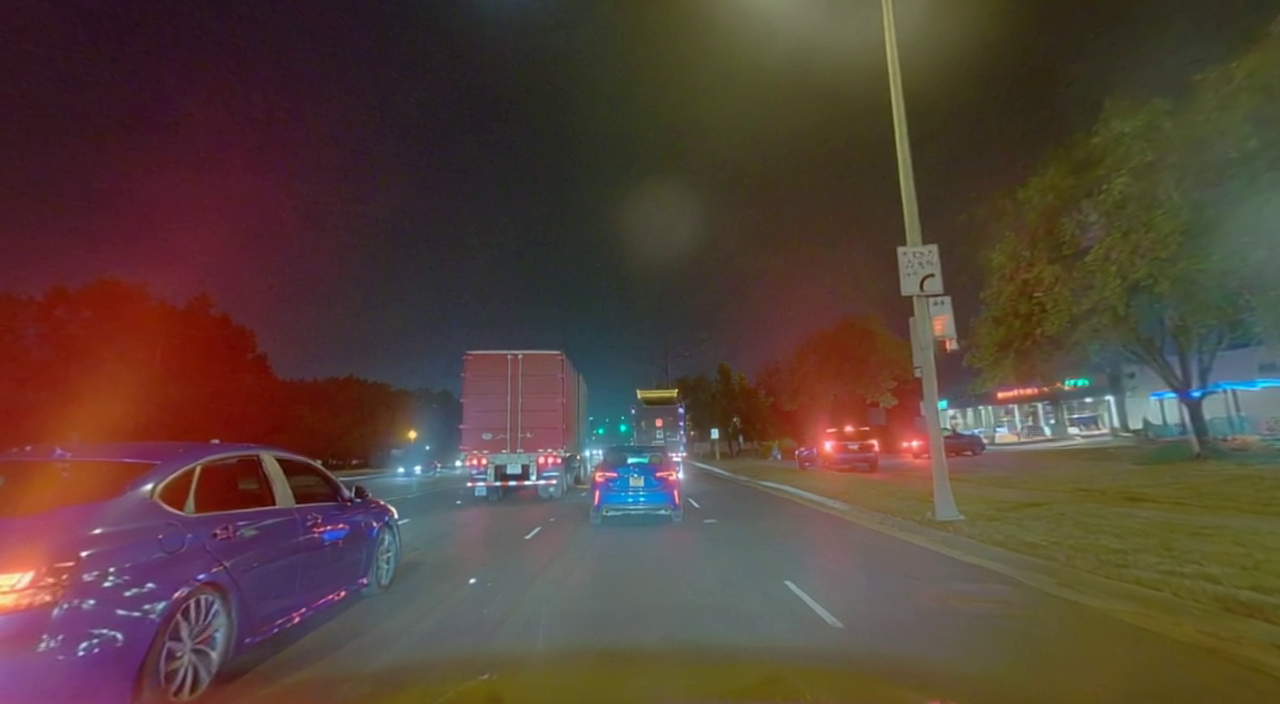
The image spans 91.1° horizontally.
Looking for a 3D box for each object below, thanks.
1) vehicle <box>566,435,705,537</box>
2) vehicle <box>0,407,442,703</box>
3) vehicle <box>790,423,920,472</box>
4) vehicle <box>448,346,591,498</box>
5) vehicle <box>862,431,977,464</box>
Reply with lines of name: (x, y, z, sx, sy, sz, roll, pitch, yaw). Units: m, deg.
vehicle: (-0.094, 2.322, 11.524, 2.067, 1.506, 4.118, 0, -8, -1)
vehicle: (-3.049, 1.237, 4.253, 1.969, 1.471, 4.378, 0, -8, 0)
vehicle: (8.956, 4.046, 26.610, 2.061, 1.845, 4.829, 6, -10, -36)
vehicle: (-3.285, 2.259, 19.405, 3.020, 3.800, 7.105, 0, -8, 0)
vehicle: (13.303, 4.564, 30.086, 4.574, 1.478, 1.880, 0, -8, 3)
